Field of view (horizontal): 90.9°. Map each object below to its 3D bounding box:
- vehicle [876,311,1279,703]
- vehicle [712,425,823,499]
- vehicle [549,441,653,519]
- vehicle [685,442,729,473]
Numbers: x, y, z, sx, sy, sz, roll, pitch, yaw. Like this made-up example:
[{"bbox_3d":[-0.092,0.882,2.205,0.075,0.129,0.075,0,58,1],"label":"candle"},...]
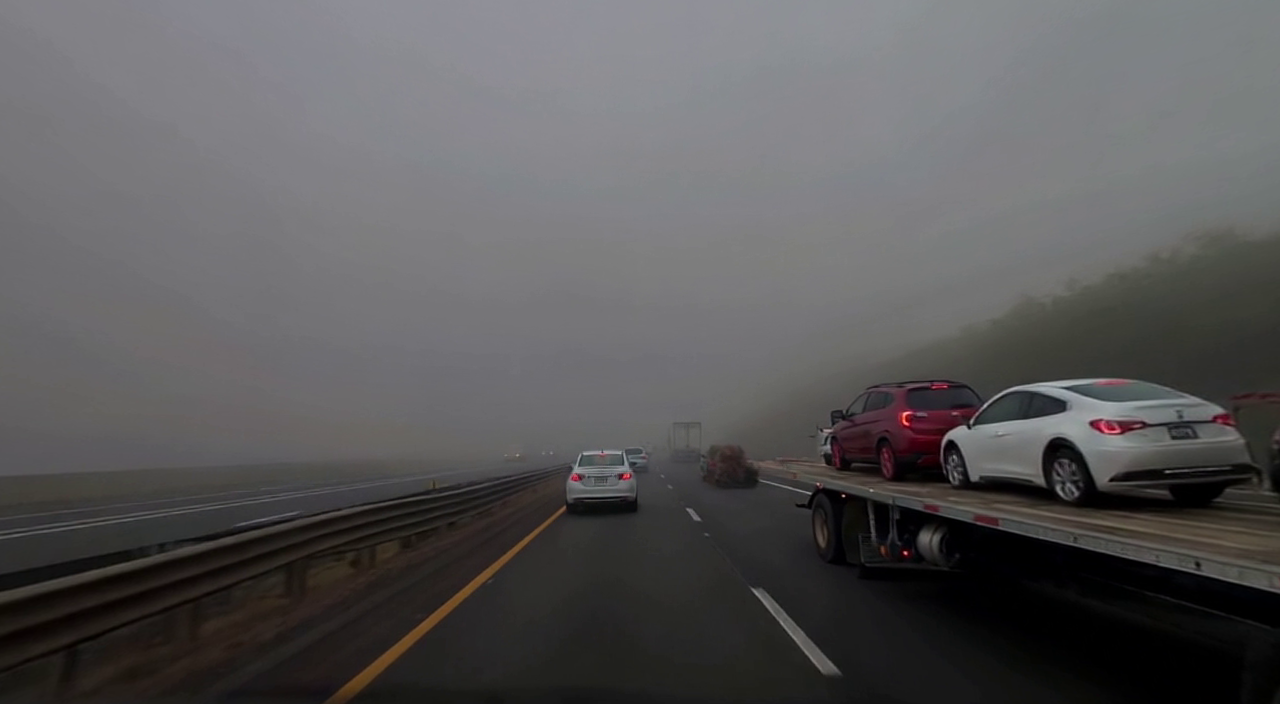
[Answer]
[{"bbox_3d":[3.413,1.005,4.095,1.959,1.783,4.407,0,-9,-1],"label":"vehicle"},{"bbox_3d":[3.535,3.161,18.297,2.303,1.889,3.920,0,-9,-1],"label":"vehicle"},{"bbox_3d":[-0.737,2.761,14.001,1.991,1.466,3.675,0,-9,0],"label":"vehicle"},{"bbox_3d":[3.680,5.922,35.486,1.938,1.660,4.223,0,-9,-1],"label":"vehicle"}]
